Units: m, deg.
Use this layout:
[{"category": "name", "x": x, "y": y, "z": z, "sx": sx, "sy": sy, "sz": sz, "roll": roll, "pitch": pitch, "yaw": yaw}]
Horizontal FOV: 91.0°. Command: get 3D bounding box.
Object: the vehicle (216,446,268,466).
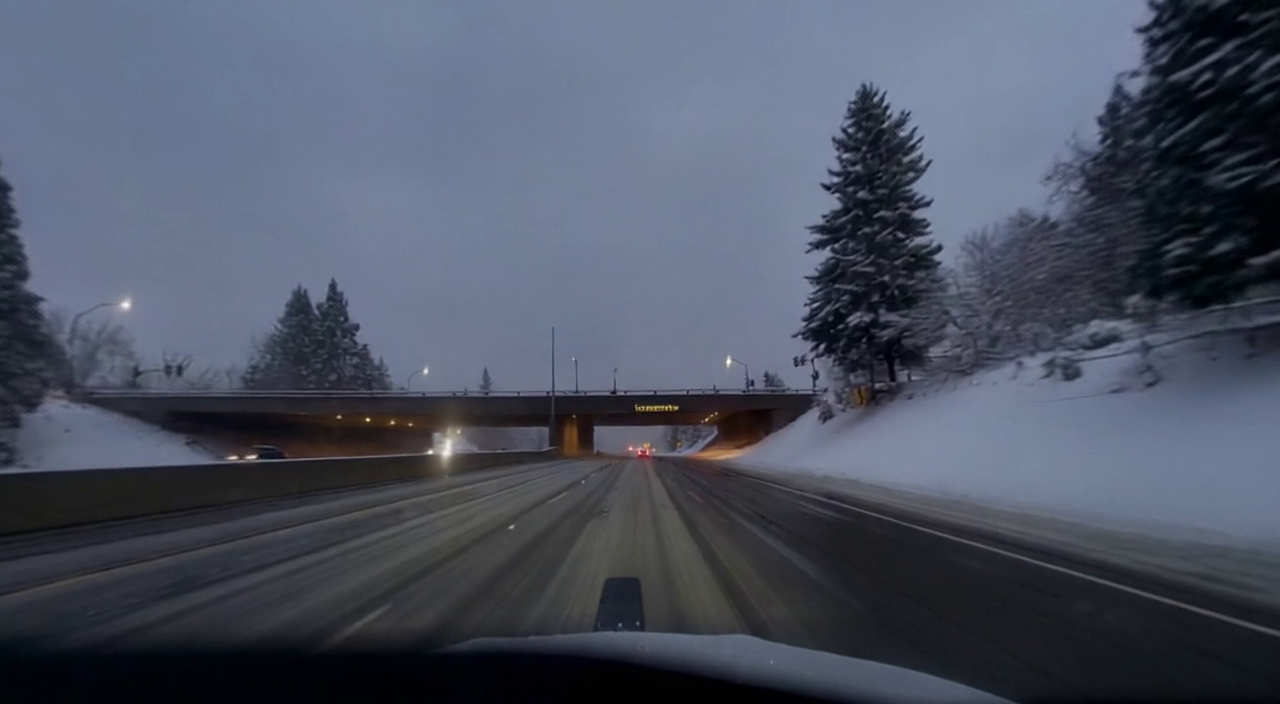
[{"category": "vehicle", "x": -31.198, "y": 8.141, "z": 49.418, "sx": 1.631, "sy": 1.429, "sz": 3.685, "roll": -1, "pitch": -9, "yaw": 1}]
